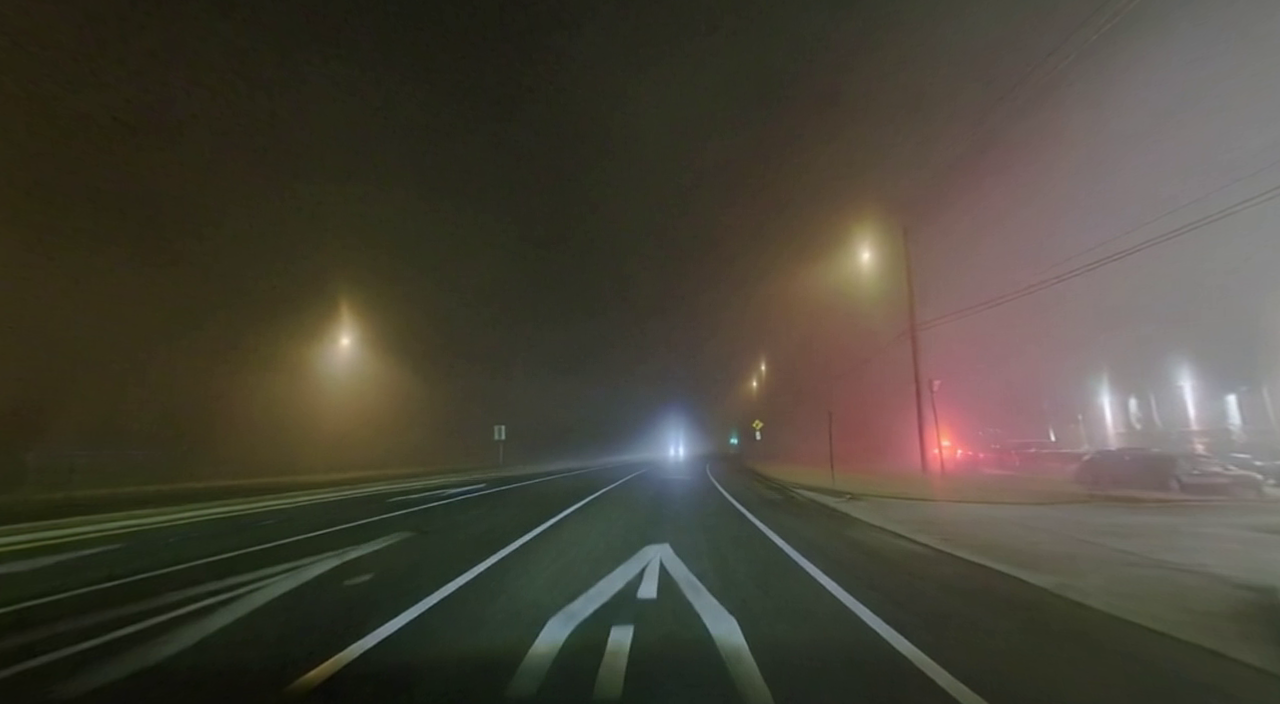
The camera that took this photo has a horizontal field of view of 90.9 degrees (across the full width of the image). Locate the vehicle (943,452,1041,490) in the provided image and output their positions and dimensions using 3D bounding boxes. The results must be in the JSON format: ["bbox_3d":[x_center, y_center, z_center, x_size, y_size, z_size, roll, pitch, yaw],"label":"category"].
[{"bbox_3d":[16.670,5.648,30.167,1.832,1.413,4.505,-6,-8,-4],"label":"vehicle"}]

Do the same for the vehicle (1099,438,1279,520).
[{"bbox_3d":[15.093,3.302,16.493,4.793,1.937,1.996,-6,-13,34],"label":"vehicle"}]

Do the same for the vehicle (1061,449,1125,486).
[{"bbox_3d":[20.157,5.113,28.202,1.667,1.467,3.821,-4,-10,27],"label":"vehicle"}]
